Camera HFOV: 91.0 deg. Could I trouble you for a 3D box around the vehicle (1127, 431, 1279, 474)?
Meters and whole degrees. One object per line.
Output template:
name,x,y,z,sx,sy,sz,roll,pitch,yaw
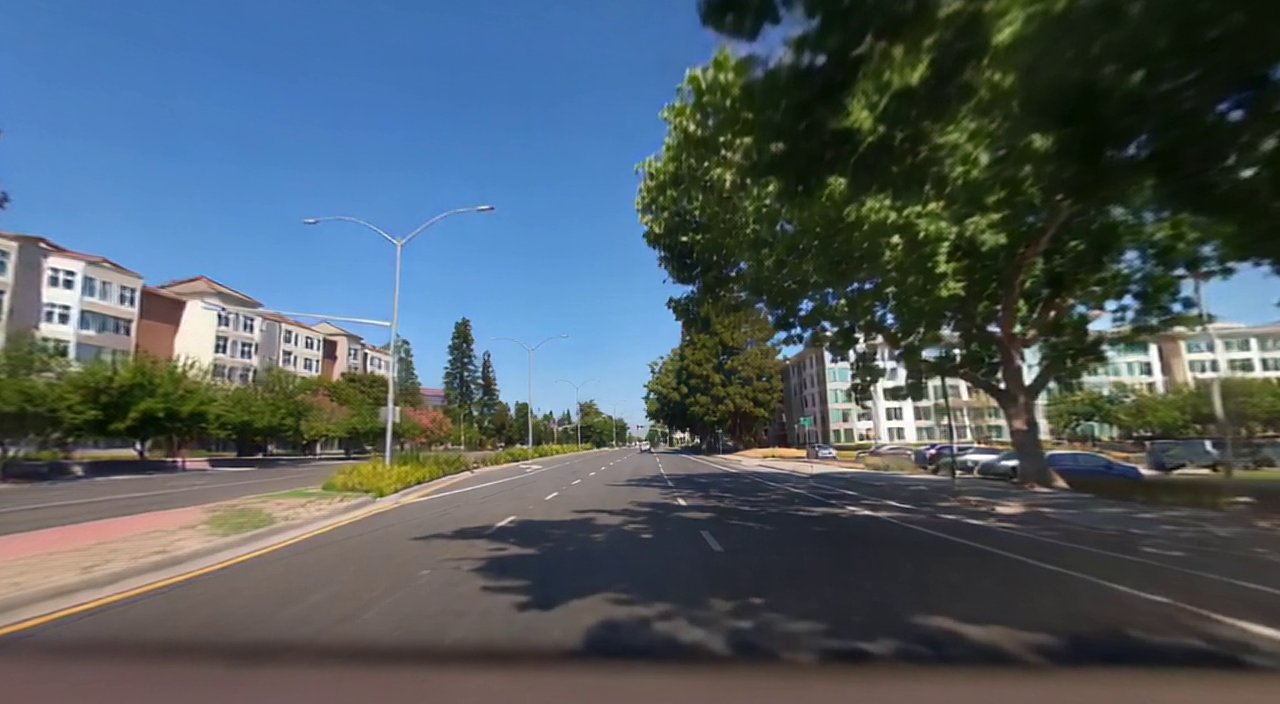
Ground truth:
vehicle,26.874,4.734,29.752,5.663,1.895,2.229,-1,-9,2

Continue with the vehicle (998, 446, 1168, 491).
vehicle,15.315,4.039,21.974,4.331,1.469,2.008,0,-9,2
